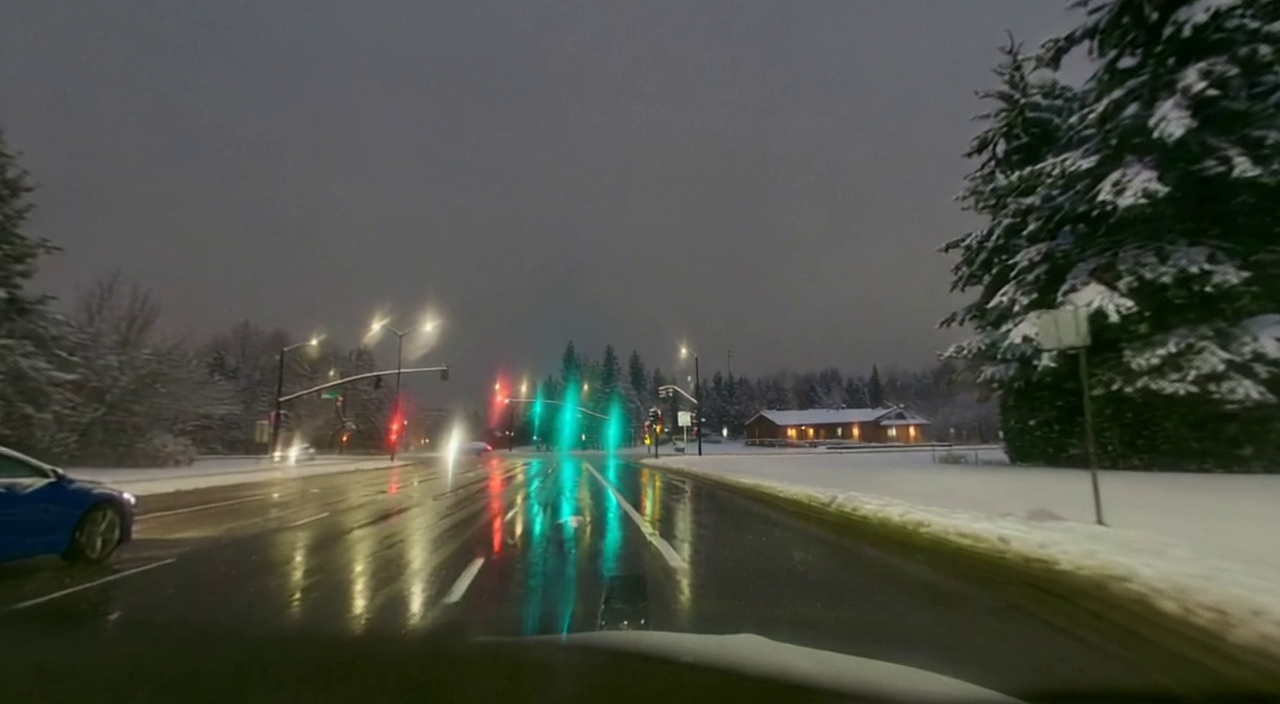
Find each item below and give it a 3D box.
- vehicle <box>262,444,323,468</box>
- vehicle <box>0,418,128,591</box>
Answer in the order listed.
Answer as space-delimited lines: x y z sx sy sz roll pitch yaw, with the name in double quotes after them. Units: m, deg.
-22.868 6.835 41.653 1.877 1.492 4.205 1 -8 -5 "vehicle"
-6.645 1.251 4.864 2.096 1.521 4.231 1 -8 -6 "vehicle"
